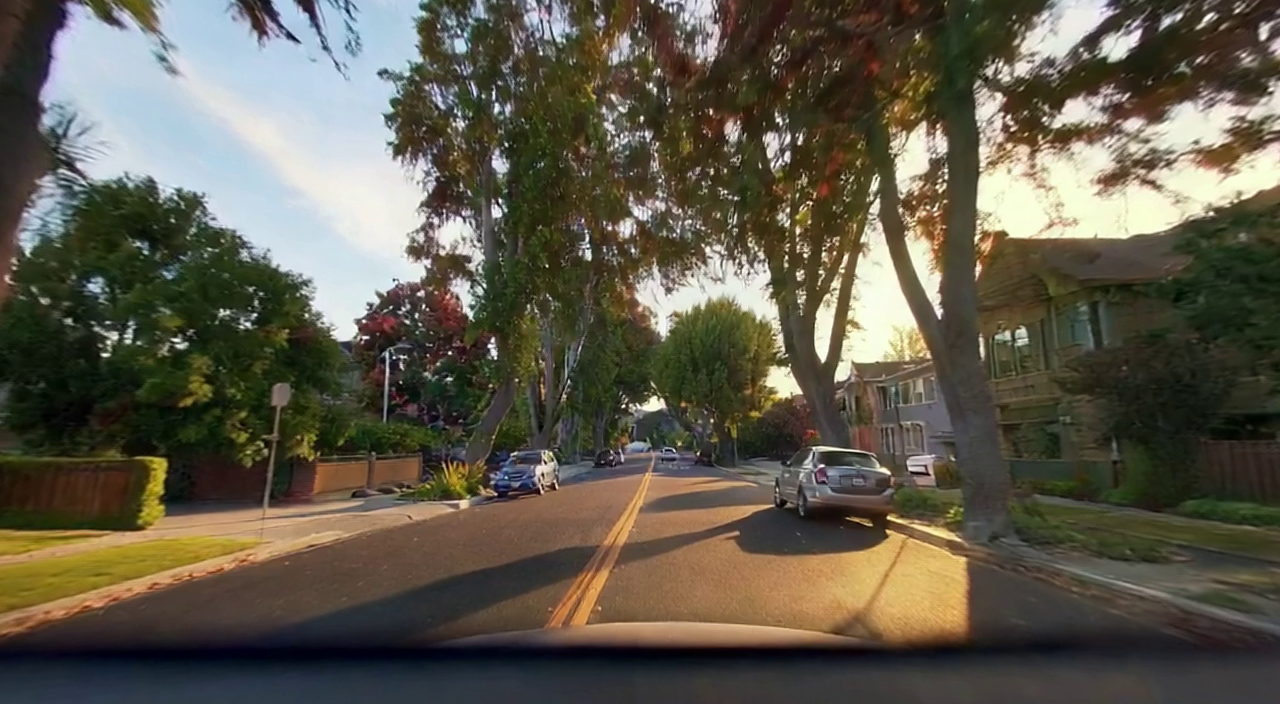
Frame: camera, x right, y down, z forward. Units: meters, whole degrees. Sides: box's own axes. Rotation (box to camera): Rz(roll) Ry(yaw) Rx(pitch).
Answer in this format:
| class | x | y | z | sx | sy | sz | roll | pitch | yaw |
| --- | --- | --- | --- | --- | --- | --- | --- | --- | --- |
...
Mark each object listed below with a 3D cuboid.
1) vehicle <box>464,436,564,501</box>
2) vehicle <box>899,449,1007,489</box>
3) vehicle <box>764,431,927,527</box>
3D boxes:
| class | x | y | z | sx | sy | sz | roll | pitch | yaw |
| --- | --- | --- | --- | --- | --- | --- | --- | --- | --- |
| vehicle | -4.049 | 3.868 | 21.099 | 2.093 | 1.810 | 4.555 | -3 | -10 | 4 |
| vehicle | 12.928 | 4.770 | 26.052 | 4.242 | 1.503 | 1.922 | 5 | -10 | -32 |
| vehicle | 4.053 | 2.569 | 13.342 | 2.115 | 1.673 | 4.236 | -1 | -9 | 2 |
